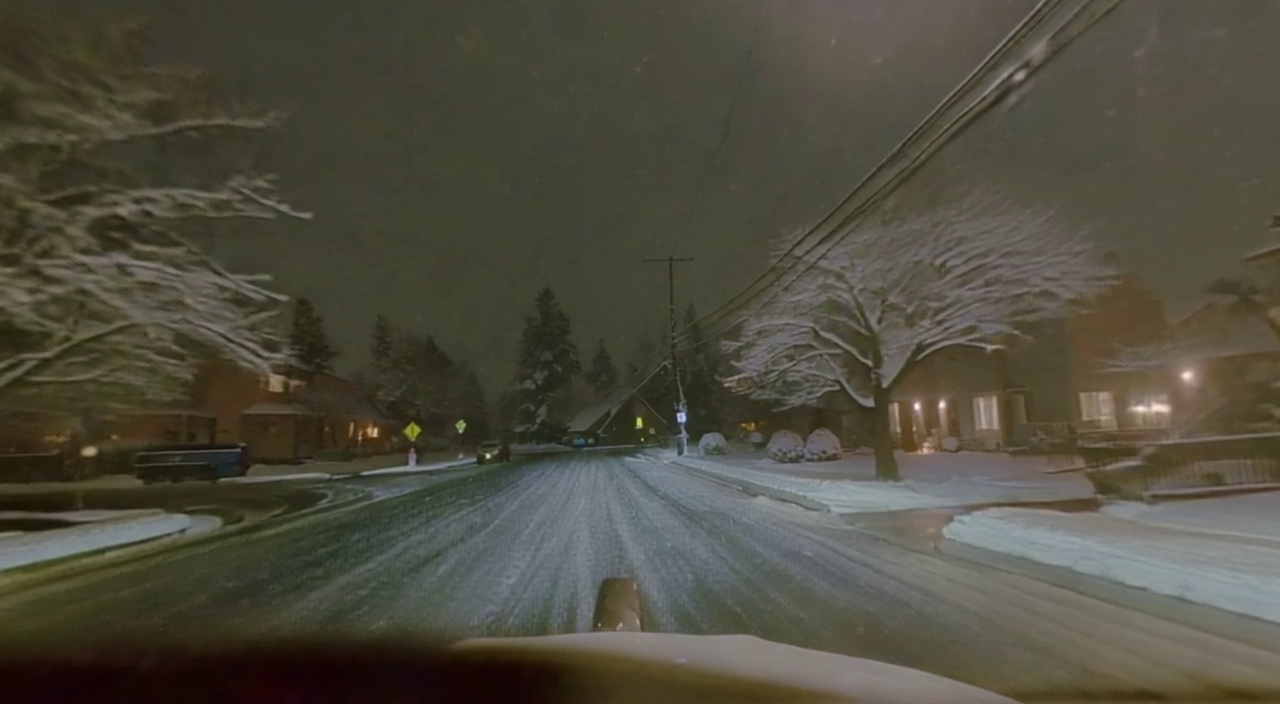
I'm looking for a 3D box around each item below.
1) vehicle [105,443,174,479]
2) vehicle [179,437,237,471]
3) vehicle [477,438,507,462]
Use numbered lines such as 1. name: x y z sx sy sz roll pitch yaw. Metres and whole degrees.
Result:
1. vehicle: -25.072 5.445 31.811 1.883 1.687 3.908 4 -9 -27
2. vehicle: -24.492 5.768 35.985 1.973 1.787 5.045 4 -9 -27
3. vehicle: -10.731 7.092 45.816 1.994 1.656 4.334 2 -9 -12
